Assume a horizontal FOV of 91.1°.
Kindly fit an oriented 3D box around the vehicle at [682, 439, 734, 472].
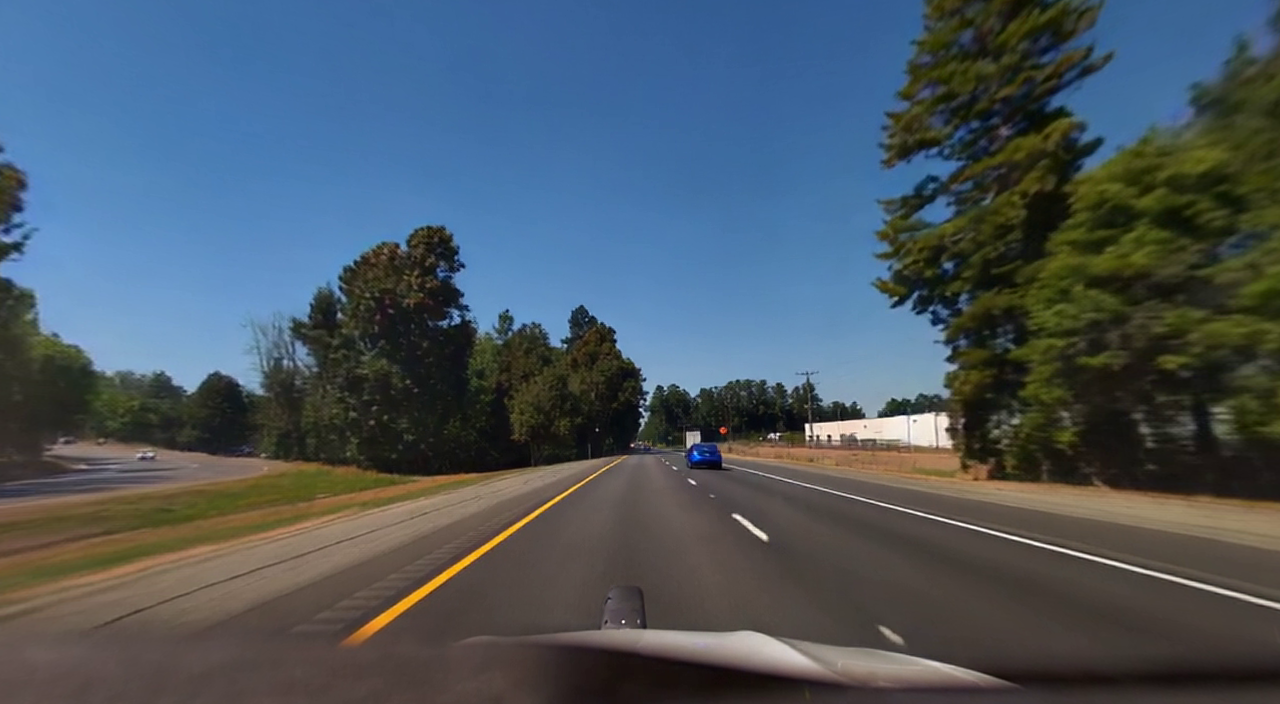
[{"bbox_3d":[3.339,5.208,31.752,2.079,1.531,3.997,0,-8,-2],"label":"vehicle"}]
